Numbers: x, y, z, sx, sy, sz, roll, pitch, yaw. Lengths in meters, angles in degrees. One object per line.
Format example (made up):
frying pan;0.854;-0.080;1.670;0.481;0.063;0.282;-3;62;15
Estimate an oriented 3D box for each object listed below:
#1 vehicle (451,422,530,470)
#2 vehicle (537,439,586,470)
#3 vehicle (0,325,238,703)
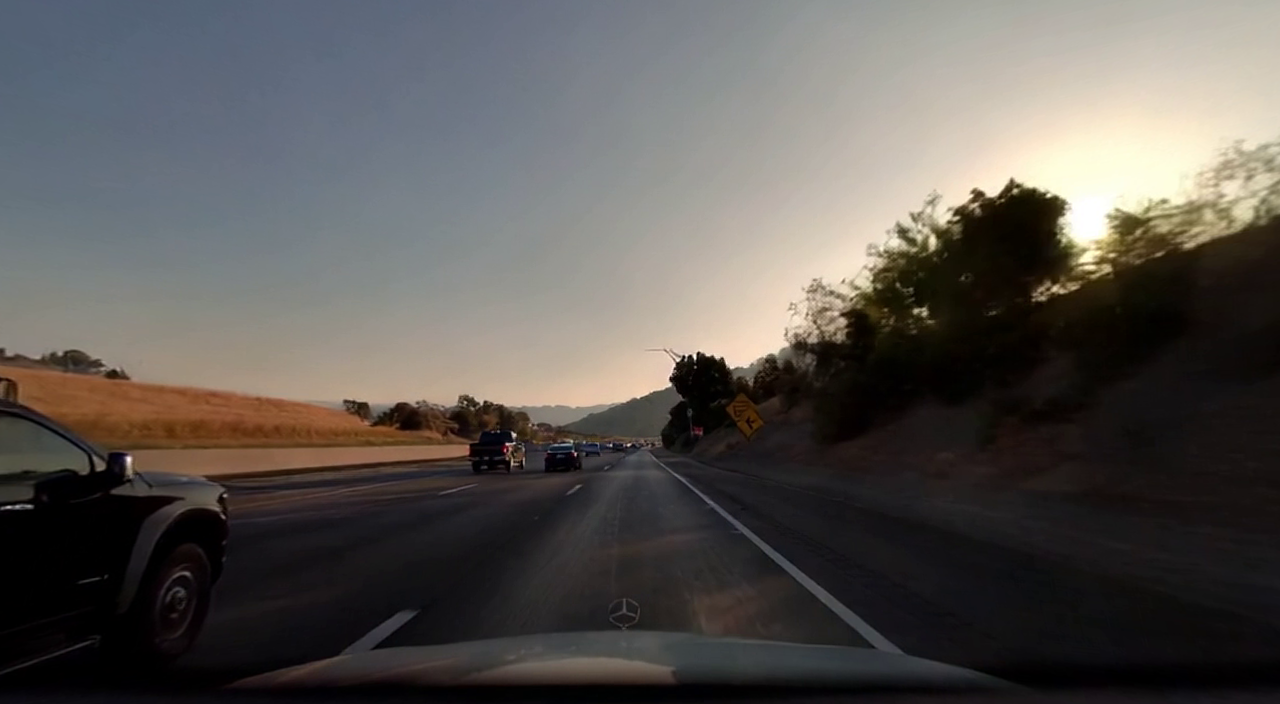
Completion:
vehicle;-7.569;4.875;32.732;2.594;2.254;6.028;0;-9;0
vehicle;-4.079;5.401;33.342;2.012;1.509;4.359;0;-9;0
vehicle;-3.991;0.648;1.865;2.200;1.807;5.041;0;-9;1
